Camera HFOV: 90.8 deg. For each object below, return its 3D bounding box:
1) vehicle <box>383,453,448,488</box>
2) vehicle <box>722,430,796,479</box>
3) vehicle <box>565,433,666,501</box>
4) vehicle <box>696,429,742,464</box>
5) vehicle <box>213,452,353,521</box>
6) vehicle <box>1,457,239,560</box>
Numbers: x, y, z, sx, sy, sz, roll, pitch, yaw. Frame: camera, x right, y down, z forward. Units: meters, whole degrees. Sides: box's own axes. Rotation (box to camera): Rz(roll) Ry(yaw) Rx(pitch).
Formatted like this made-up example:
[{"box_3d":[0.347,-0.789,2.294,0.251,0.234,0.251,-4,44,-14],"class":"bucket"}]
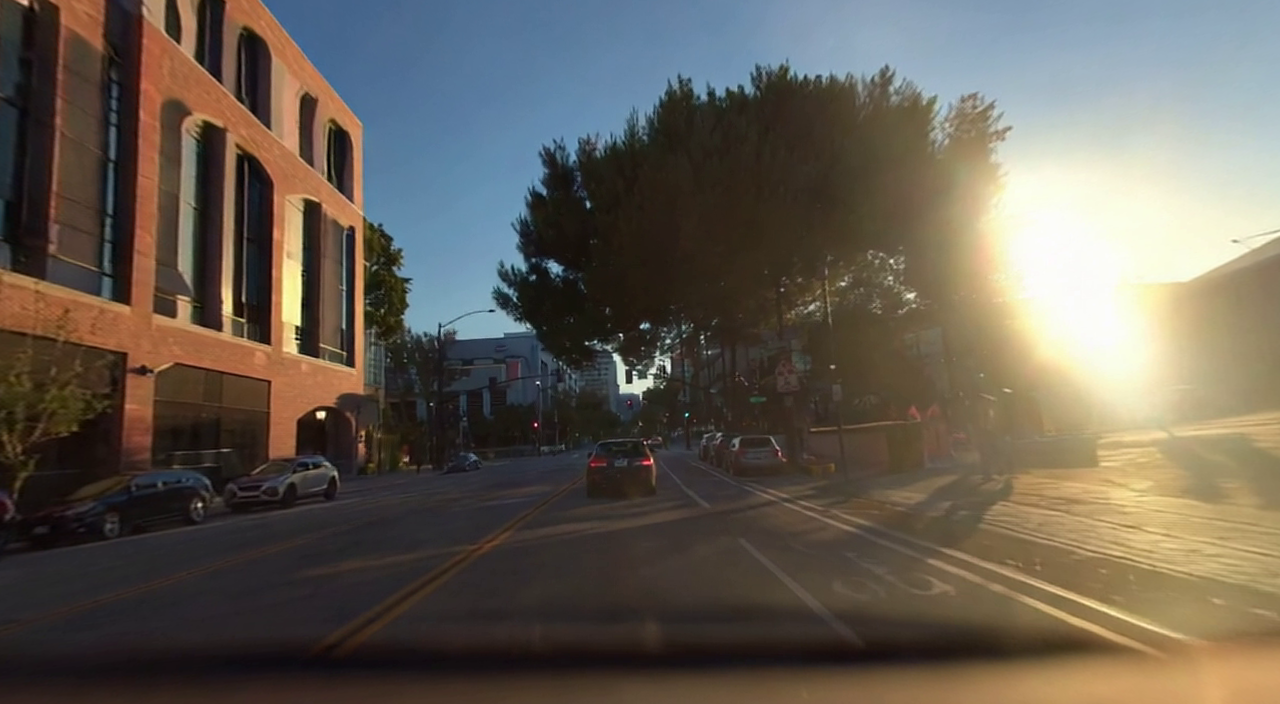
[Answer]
[{"box_3d":[-12.144,6.398,34.466,1.968,1.469,4.523,-4,-7,-1],"class":"vehicle"},{"box_3d":[4.508,3.957,24.653,1.924,1.645,4.528,-2,-8,0],"class":"vehicle"},{"box_3d":[-0.583,2.883,16.271,2.269,1.479,3.980,-1,-8,-1],"class":"vehicle"},{"box_3d":[4.585,5.581,37.427,1.972,1.822,4.889,-4,-8,-1],"class":"vehicle"},{"box_3d":[-11.904,4.455,21.520,2.090,1.784,4.832,-5,-8,-2],"class":"vehicle"},{"box_3d":[-12.089,3.571,15.214,1.945,1.712,4.648,-7,-8,-2],"class":"vehicle"}]
